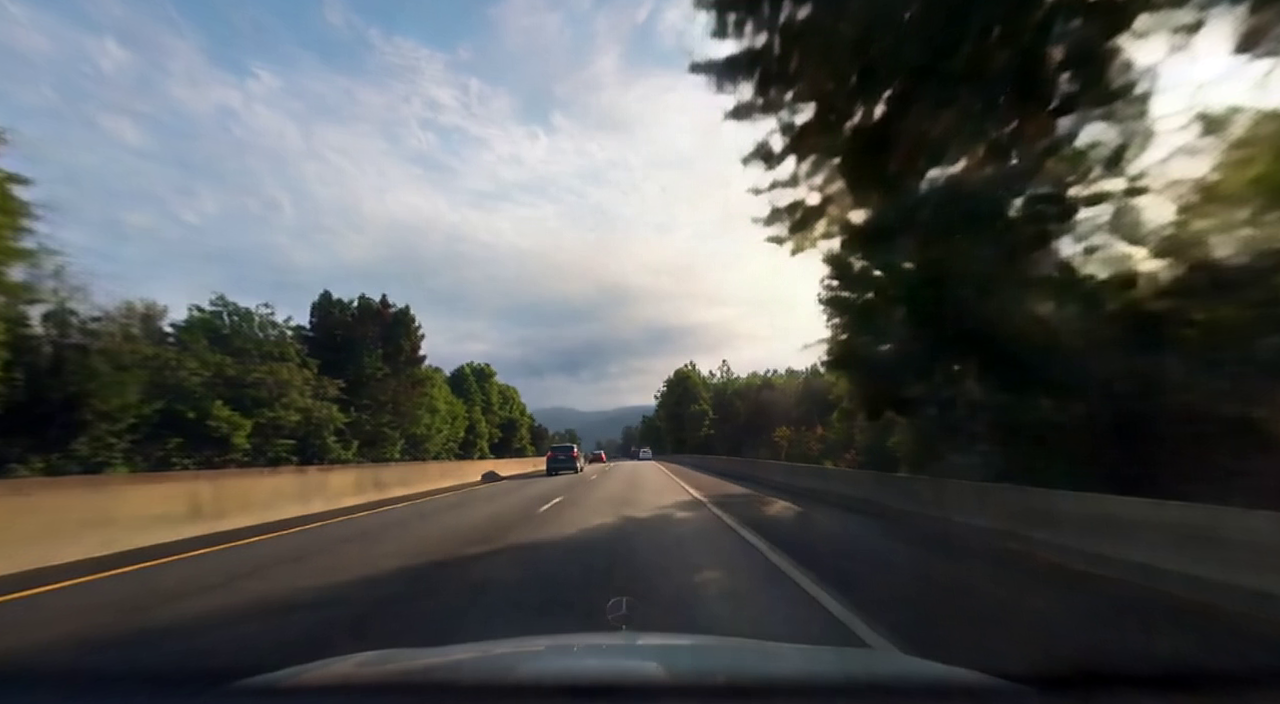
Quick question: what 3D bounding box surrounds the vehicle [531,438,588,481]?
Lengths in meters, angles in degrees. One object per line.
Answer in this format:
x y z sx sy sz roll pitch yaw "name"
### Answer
-3.689 5.025 29.650 2.056 1.811 4.202 0 -9 1 "vehicle"
